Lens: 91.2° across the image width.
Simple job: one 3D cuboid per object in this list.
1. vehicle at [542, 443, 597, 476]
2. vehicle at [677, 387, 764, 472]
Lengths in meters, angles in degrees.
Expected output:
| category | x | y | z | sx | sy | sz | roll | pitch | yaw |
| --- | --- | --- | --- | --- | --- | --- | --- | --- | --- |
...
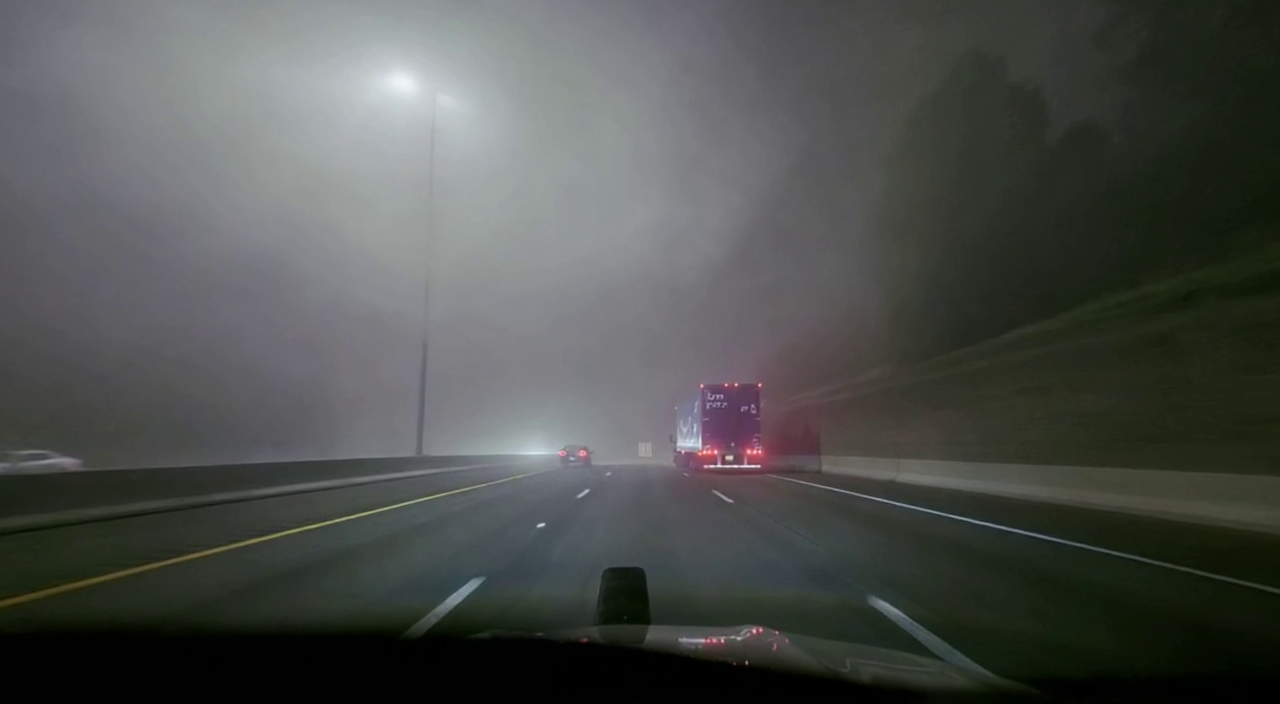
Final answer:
| category | x | y | z | sx | sy | sz | roll | pitch | yaw |
| --- | --- | --- | --- | --- | --- | --- | --- | --- | --- |
| vehicle | -3.528 | 5.497 | 32.335 | 2.200 | 1.562 | 4.959 | 0 | -9 | 1 |
| vehicle | 4.362 | 4.962 | 38.609 | 2.928 | 4.021 | 17.190 | 0 | -8 | -1 |
